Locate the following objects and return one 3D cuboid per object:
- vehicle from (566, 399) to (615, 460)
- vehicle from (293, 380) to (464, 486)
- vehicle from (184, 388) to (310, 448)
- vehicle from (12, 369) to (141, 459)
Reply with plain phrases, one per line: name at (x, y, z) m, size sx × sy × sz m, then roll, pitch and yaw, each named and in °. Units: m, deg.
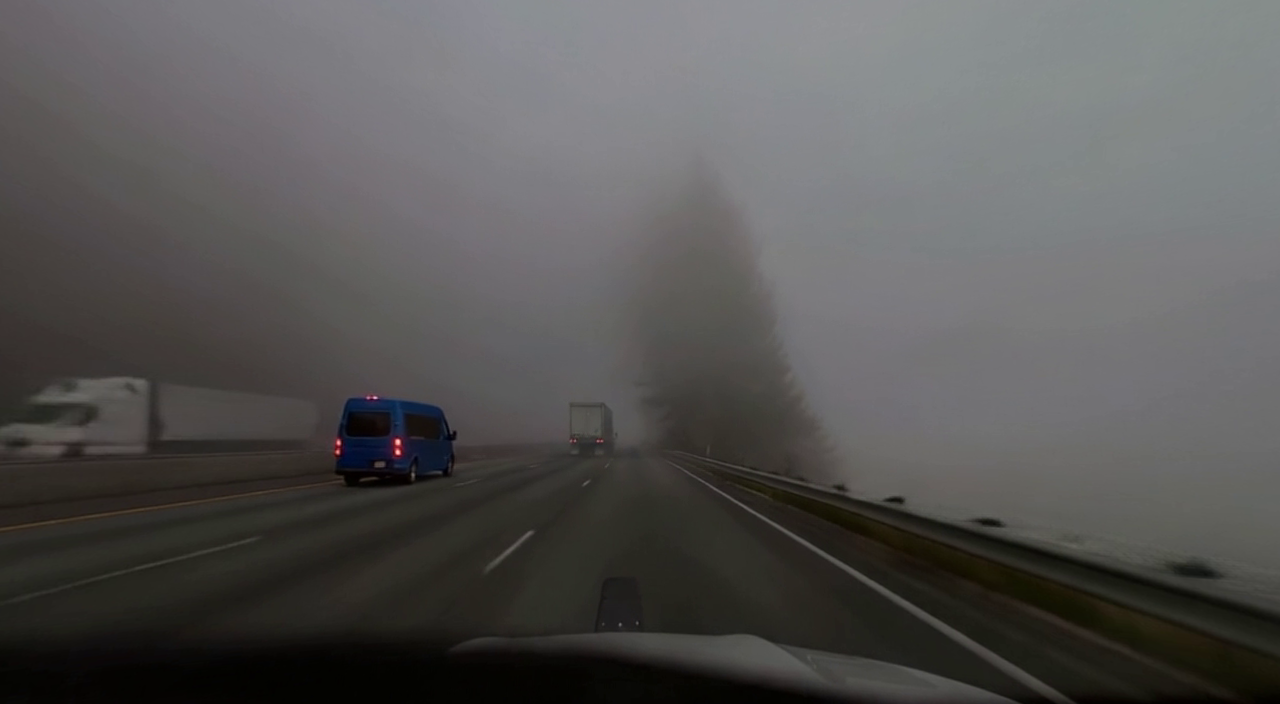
vehicle at (-3.552, 5.847, 47.307) m, size 3.173 × 4.185 × 8.360 m, roll 0°, pitch -8°, yaw -1°
vehicle at (-7.847, 2.592, 20.072) m, size 2.396 × 2.763 × 6.935 m, roll 0°, pitch -8°, yaw 0°
vehicle at (-26.418, 4.626, 43.078) m, size 3.101 × 3.649 × 8.578 m, roll 0°, pitch -8°, yaw -1°
vehicle at (-26.332, 2.944, 29.639) m, size 3.136 × 4.017 × 2.784 m, roll 0°, pitch -8°, yaw 0°
